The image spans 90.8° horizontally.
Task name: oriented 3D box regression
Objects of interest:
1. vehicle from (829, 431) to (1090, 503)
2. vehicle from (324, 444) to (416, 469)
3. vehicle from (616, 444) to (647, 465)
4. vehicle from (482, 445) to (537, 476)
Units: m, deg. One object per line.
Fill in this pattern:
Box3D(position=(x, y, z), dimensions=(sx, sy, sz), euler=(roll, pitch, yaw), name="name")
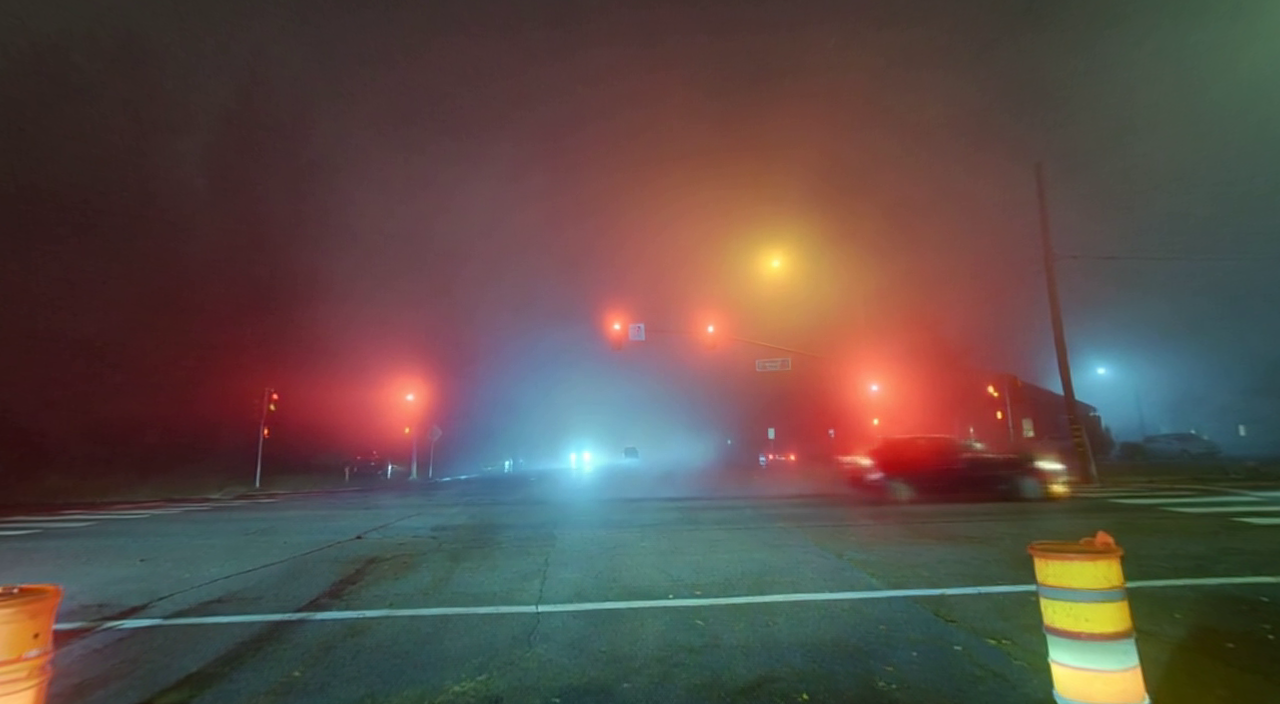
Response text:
Box3D(position=(7.133, 2.605, 14.546), dimensions=(4.860, 1.483, 2.077), euler=(0, -8, -1), name="vehicle")
Box3D(position=(-16.403, 6.374, 38.594), dimensions=(4.713, 1.409, 1.918), euler=(0, -8, -2), name="vehicle")
Box3D(position=(-0.639, 7.495, 46.380), dimensions=(2.105, 1.457, 4.173), euler=(0, -8, -1), name="vehicle")
Box3D(position=(-6.610, 5.530, 32.390), dimensions=(1.881, 1.452, 4.121), euler=(0, -8, 0), name="vehicle")
